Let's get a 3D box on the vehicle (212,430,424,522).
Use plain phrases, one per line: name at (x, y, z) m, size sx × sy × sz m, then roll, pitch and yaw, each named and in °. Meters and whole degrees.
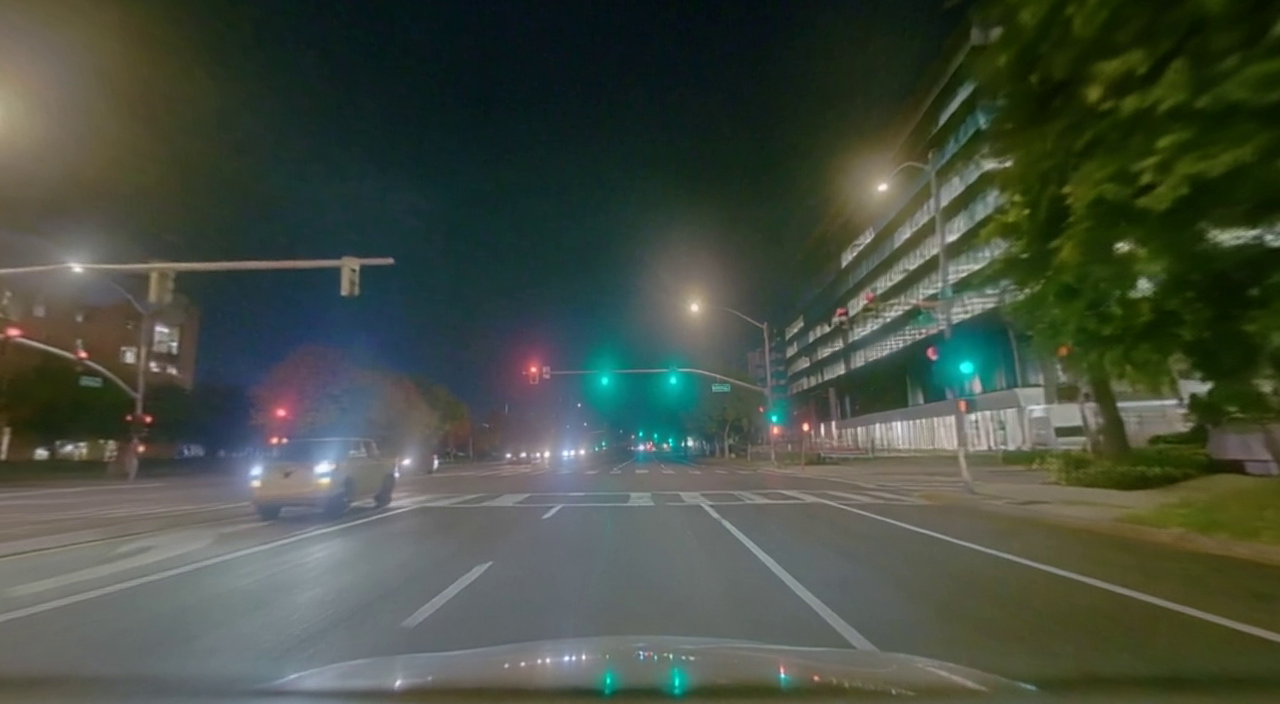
vehicle at (-6.471, 2.536, 13.457) m, size 1.876 × 1.570 × 4.980 m, roll 0°, pitch -9°, yaw 0°
